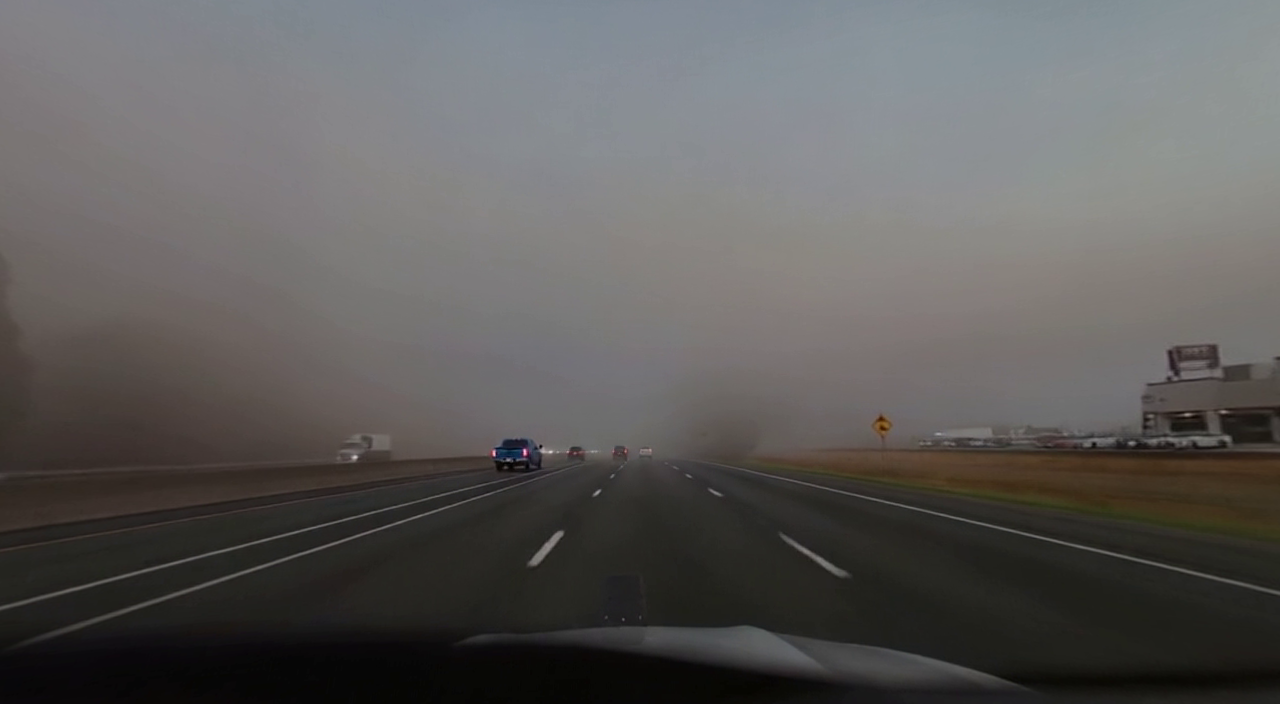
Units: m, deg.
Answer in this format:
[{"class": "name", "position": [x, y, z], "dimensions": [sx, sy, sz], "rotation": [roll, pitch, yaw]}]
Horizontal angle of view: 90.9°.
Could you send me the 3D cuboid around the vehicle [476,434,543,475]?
[{"class": "vehicle", "position": [-6.622, 5.295, 32.755], "dimensions": [2.156, 1.911, 5.956], "rotation": [0, -8, 0]}]
